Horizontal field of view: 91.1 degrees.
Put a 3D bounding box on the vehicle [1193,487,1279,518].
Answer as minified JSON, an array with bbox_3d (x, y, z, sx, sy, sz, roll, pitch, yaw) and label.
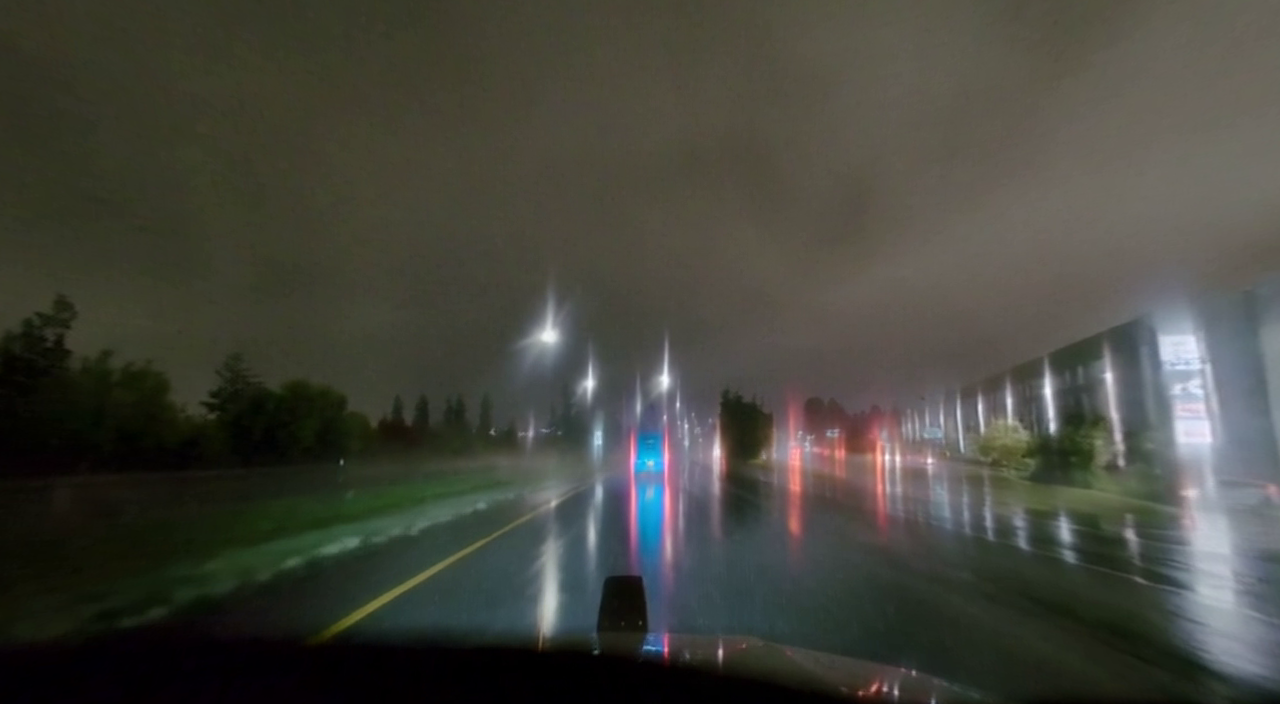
[{"bbox_3d":[47.810,11.775,49.231,6.211,2.137,2.358,-2,-9,6],"label":"vehicle"}]

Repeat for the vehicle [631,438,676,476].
[{"bbox_3d":[0.843,6.373,38.302,2.546,2.126,5.153,-1,-9,2],"label":"vehicle"}]
